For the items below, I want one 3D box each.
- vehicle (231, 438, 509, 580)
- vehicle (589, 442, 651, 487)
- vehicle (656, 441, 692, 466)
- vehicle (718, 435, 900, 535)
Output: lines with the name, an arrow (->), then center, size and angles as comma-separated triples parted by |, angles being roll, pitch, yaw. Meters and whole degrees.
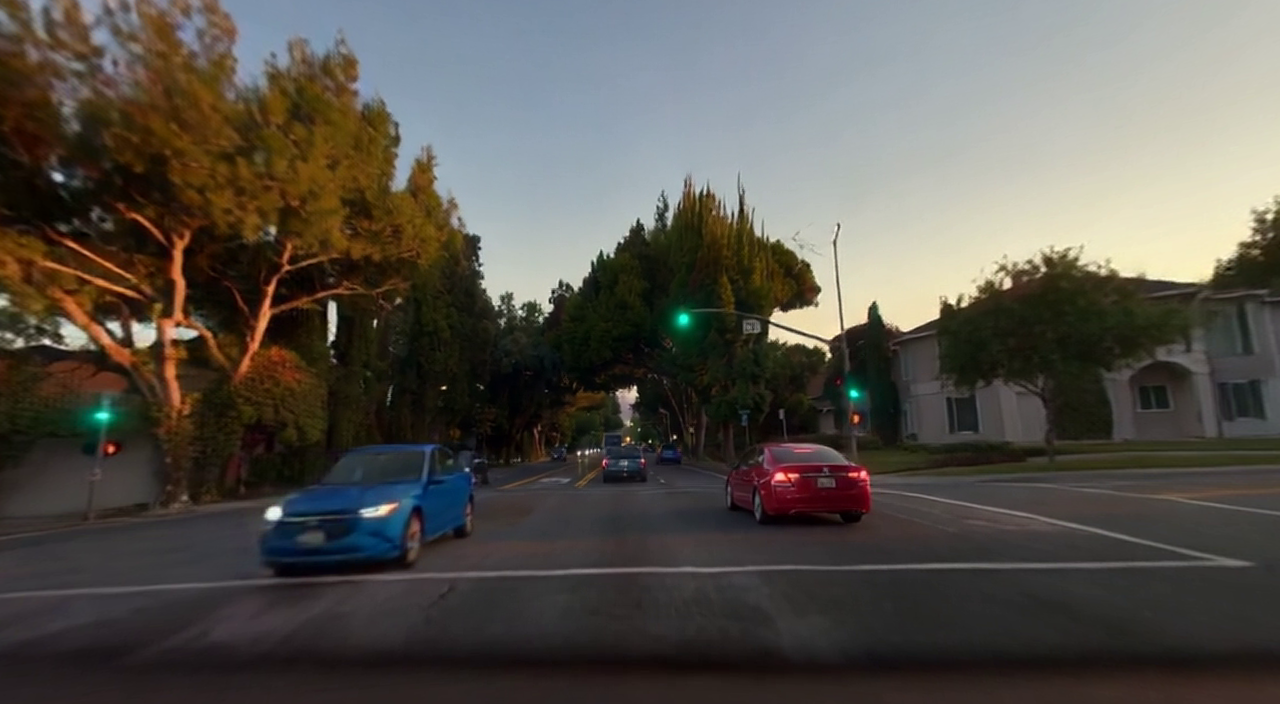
vehicle -> -3.332, 1.996, 9.058 | 2.096, 1.472, 4.618 | 0, -8, -2
vehicle -> -0.745, 4.133, 23.586 | 2.114, 1.483, 4.207 | 0, -8, -2
vehicle -> 2.534, 7.707, 48.178 | 2.187, 1.847, 4.553 | 0, -8, -3
vehicle -> 2.769, 2.278, 11.558 | 1.973, 1.447, 4.402 | 0, -8, -2
